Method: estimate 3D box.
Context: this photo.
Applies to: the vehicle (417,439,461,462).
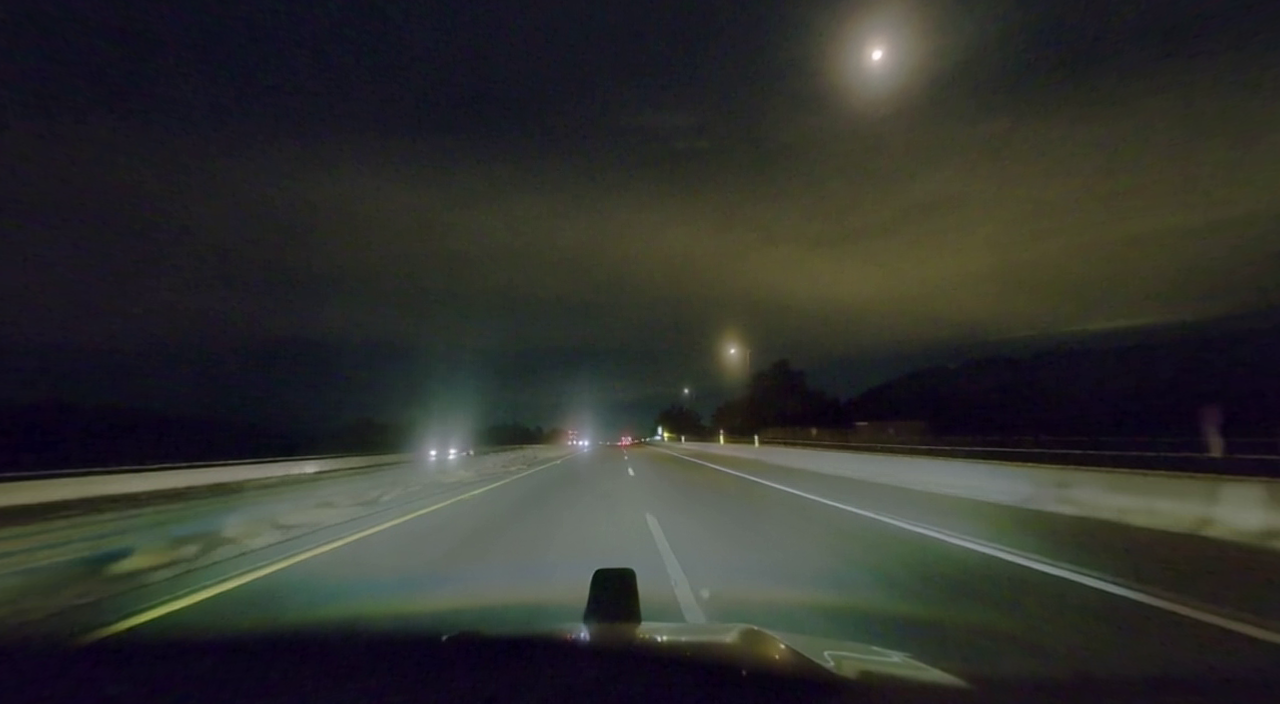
[{"bbox_3d":[-15.233,7.474,48.116,2.023,1.584,4.514,0,-8,-2],"label":"vehicle"}]
